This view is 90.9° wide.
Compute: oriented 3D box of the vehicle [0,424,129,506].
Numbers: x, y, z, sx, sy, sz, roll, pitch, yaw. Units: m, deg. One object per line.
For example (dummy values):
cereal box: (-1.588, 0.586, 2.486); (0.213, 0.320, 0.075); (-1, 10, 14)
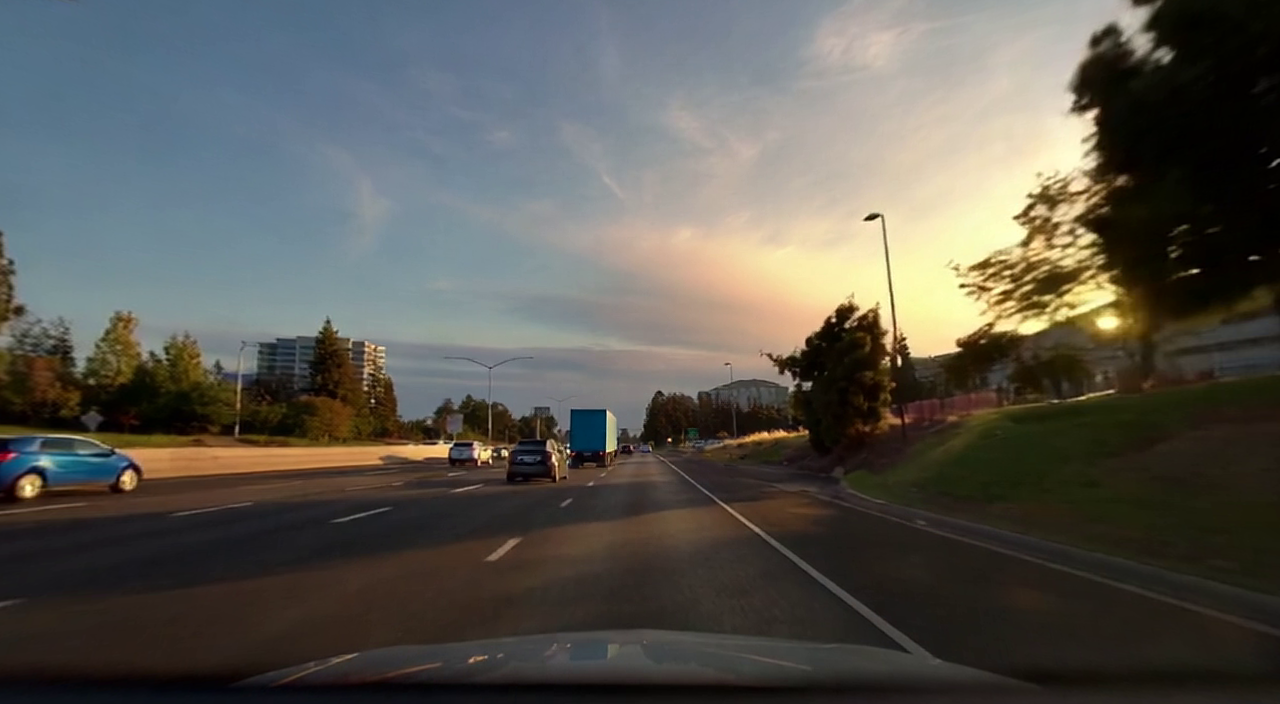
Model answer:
vehicle: (-14.405, 2.518, 14.164); (1.997, 1.695, 4.492); (0, -8, 1)

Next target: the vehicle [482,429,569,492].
vehicle: (-3.679, 3.581, 21.184); (2.058, 1.840, 4.443); (0, -8, 0)

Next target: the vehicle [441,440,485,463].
vehicle: (-13.707, 7.750, 49.151); (2.017, 1.685, 4.732); (0, -8, 1)

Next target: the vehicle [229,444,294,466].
vehicle: (-24.932, 6.784, 41.684); (1.815, 1.408, 3.971); (0, -8, 0)

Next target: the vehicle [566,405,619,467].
vehicle: (-3.324, 6.467, 47.949); (2.905, 4.037, 12.921); (0, -8, 0)
